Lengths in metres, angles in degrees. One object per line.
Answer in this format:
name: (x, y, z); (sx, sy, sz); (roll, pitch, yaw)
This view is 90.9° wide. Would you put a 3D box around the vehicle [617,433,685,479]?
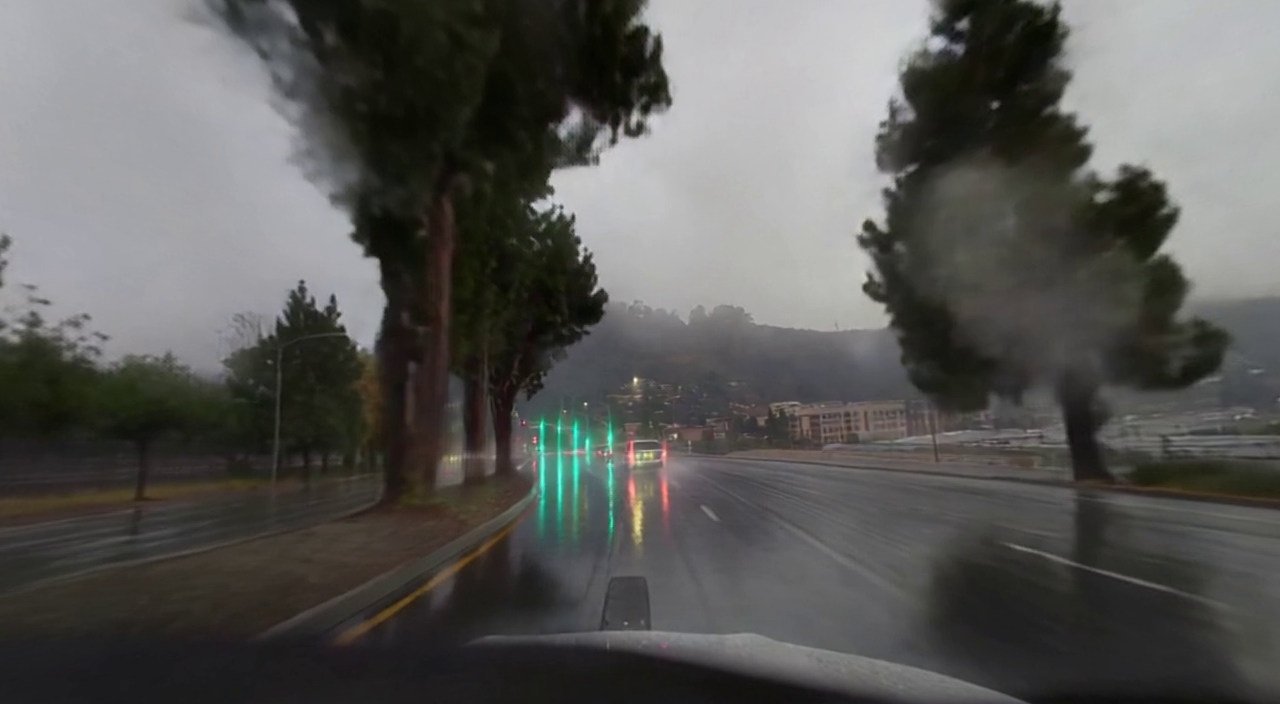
vehicle: (0.359, 4.376, 26.730); (2.253, 1.756, 4.313); (1, -8, -7)
